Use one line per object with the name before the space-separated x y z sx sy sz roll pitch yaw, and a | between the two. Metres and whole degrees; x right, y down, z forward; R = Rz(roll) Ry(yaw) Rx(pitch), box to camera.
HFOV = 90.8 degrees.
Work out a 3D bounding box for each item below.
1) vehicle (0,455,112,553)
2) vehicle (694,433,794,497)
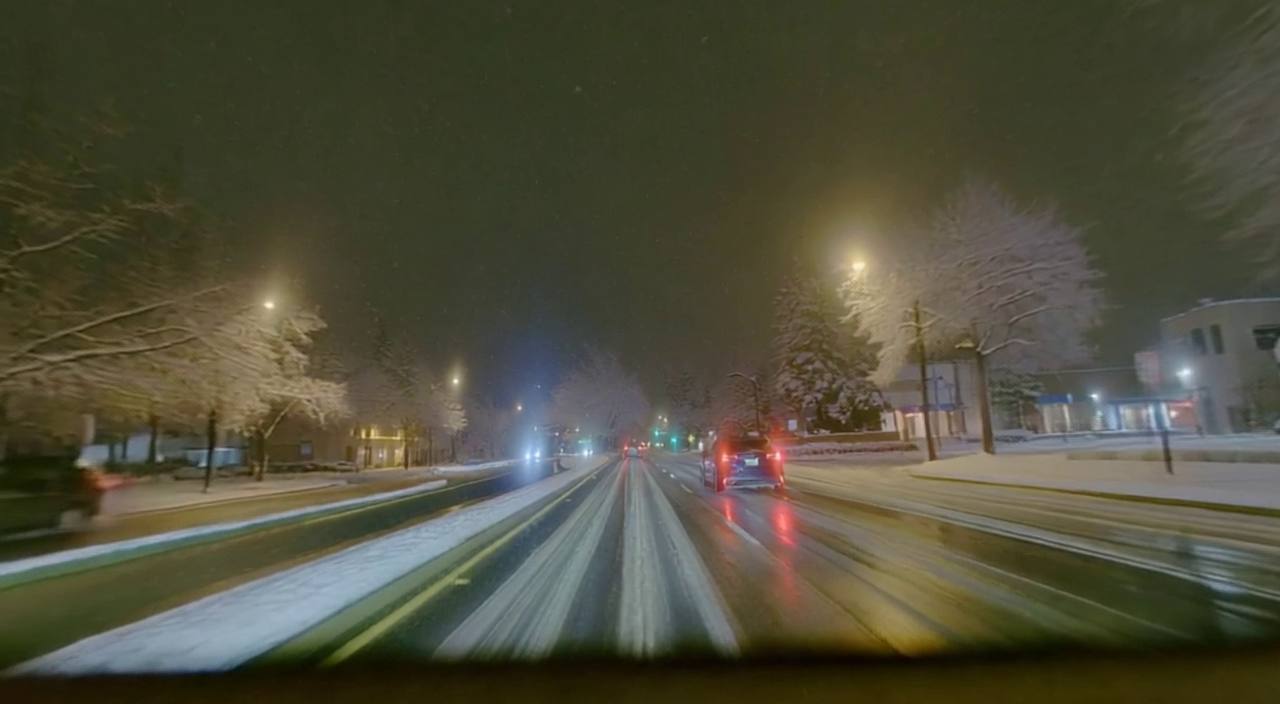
vehicle | -12.226 2.703 11.174 1.943 1.672 4.368 0 -9 1
vehicle | 2.874 3.260 18.635 1.995 1.616 4.729 0 -9 -2
